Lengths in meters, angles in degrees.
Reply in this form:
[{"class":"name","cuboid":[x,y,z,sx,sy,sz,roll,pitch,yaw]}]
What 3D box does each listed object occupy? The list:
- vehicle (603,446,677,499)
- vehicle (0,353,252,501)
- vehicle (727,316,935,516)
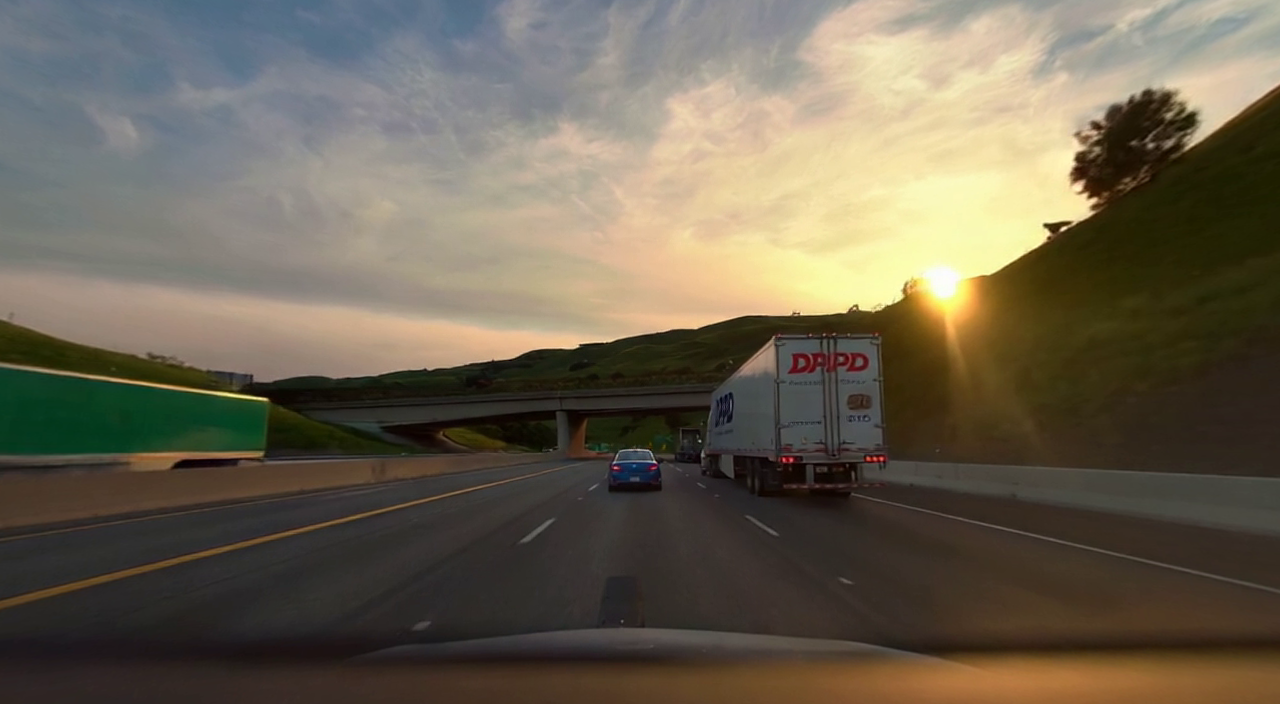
[{"class":"vehicle","cuboid":[-0.005,3.607,19.206,2.029,1.437,3.794,0,-9,0]},{"class":"vehicle","cuboid":[-19.147,2.669,21.189,3.069,4.019,14.382,0,-9,0]},{"class":"vehicle","cuboid":[4.320,1.874,16.676,2.802,3.956,8.291,0,-9,0]}]
